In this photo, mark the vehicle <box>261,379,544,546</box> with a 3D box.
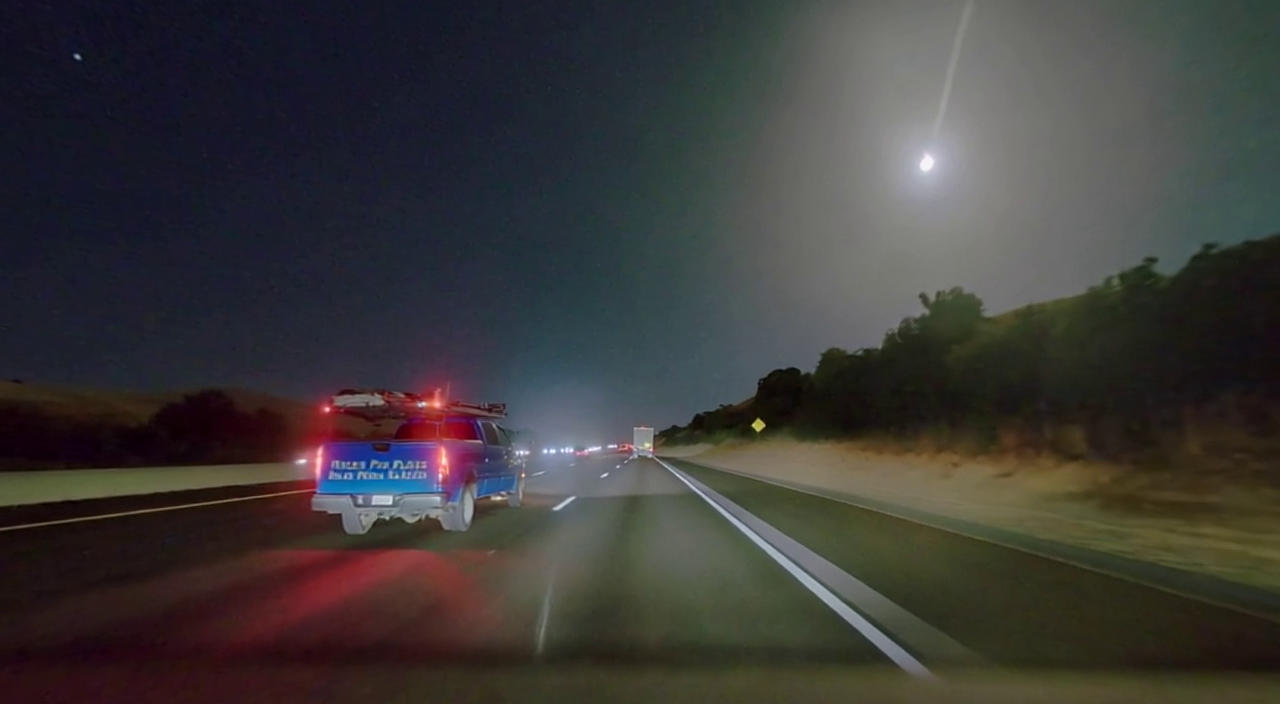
[{"bbox_3d":[-3.831,2.027,12.253,2.791,2.330,6.725,0,-8,1],"label":"vehicle"}]

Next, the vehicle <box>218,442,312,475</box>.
[{"bbox_3d":[-28.328,8.031,48.036,2.617,2.264,7.208,0,-8,1],"label":"vehicle"}]
